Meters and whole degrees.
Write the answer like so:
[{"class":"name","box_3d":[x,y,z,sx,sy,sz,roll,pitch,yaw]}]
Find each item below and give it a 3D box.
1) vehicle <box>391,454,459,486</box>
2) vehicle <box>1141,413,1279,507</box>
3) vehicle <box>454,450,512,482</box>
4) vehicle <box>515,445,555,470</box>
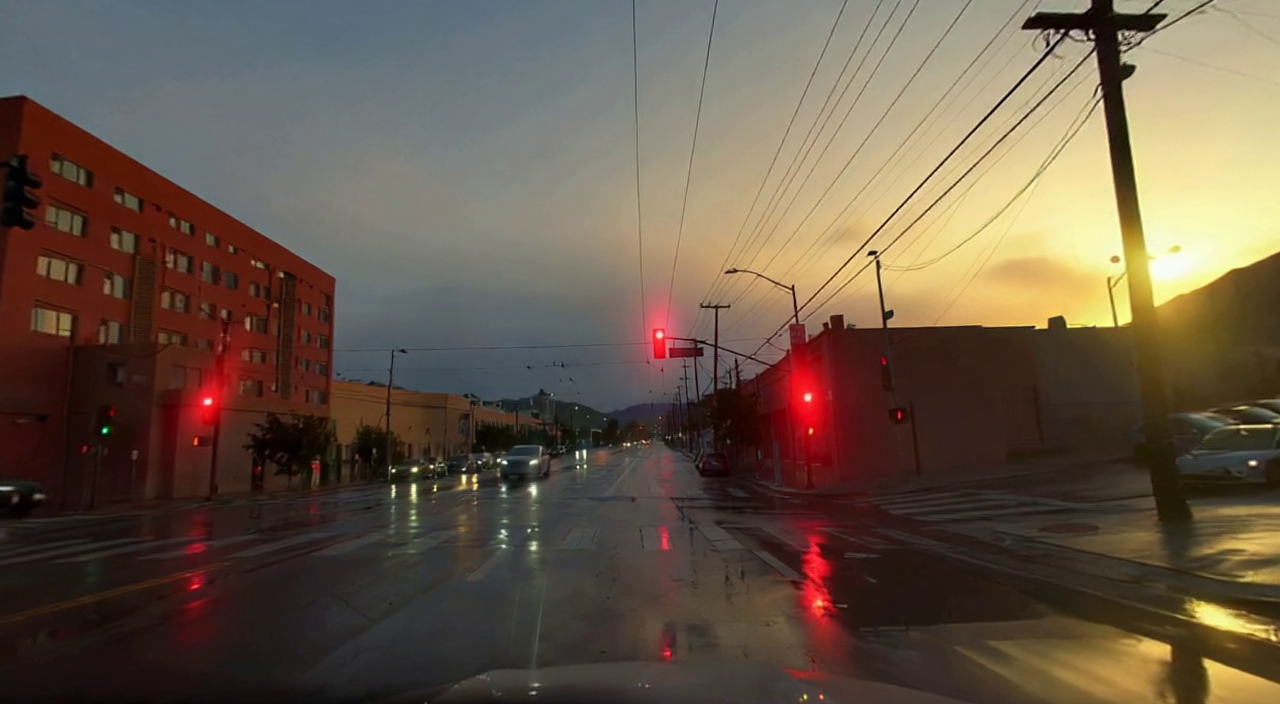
[{"class":"vehicle","box_3d":[-12.033,6.612,35.630,1.943,1.574,4.727,0,-9,3]},{"class":"vehicle","box_3d":[12.691,2.173,12.811,3.234,1.746,1.941,-1,-9,2]},{"class":"vehicle","box_3d":[-8.697,6.310,35.181,2.020,1.672,3.842,0,-9,3]},{"class":"vehicle","box_3d":[-8.131,8.257,49.335,2.096,1.830,4.752,0,-9,3]}]
